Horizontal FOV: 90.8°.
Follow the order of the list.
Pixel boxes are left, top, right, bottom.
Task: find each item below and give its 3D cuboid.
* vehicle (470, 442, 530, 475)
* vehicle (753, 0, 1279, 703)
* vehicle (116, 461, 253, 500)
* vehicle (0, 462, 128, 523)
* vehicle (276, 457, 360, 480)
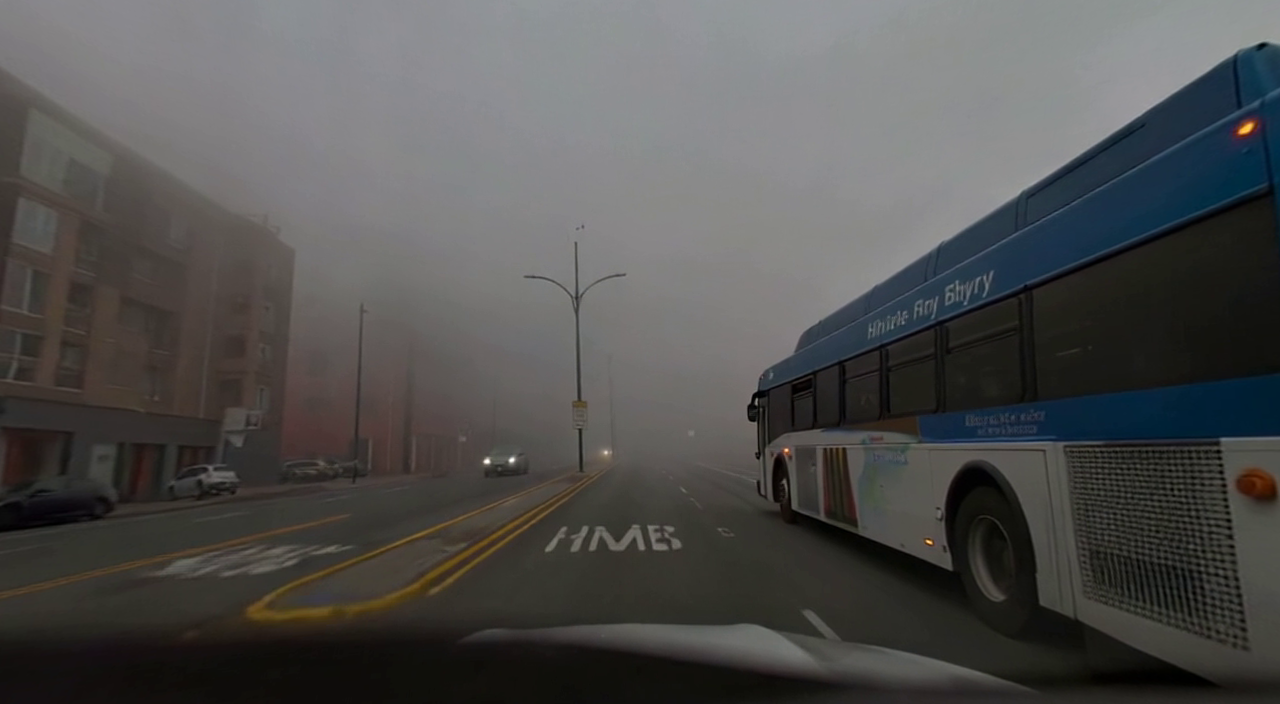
[{"bbox_3d":[-8.462,6.478,38.870,2.315,1.841,5.648,0,-8,1],"label":"vehicle"},{"bbox_3d":[3.980,0.548,6.304,3.194,3.345,12.428,0,-8,-1],"label":"vehicle"},{"bbox_3d":[-19.507,5.488,27.186,4.409,1.508,1.803,0,-8,-3],"label":"vehicle"},{"bbox_3d":[-18.265,4.153,18.878,4.192,1.606,1.922,0,-8,0],"label":"vehicle"},{"bbox_3d":[-21.966,7.963,43.246,4.708,1.488,1.868,0,-8,-1],"label":"vehicle"}]
